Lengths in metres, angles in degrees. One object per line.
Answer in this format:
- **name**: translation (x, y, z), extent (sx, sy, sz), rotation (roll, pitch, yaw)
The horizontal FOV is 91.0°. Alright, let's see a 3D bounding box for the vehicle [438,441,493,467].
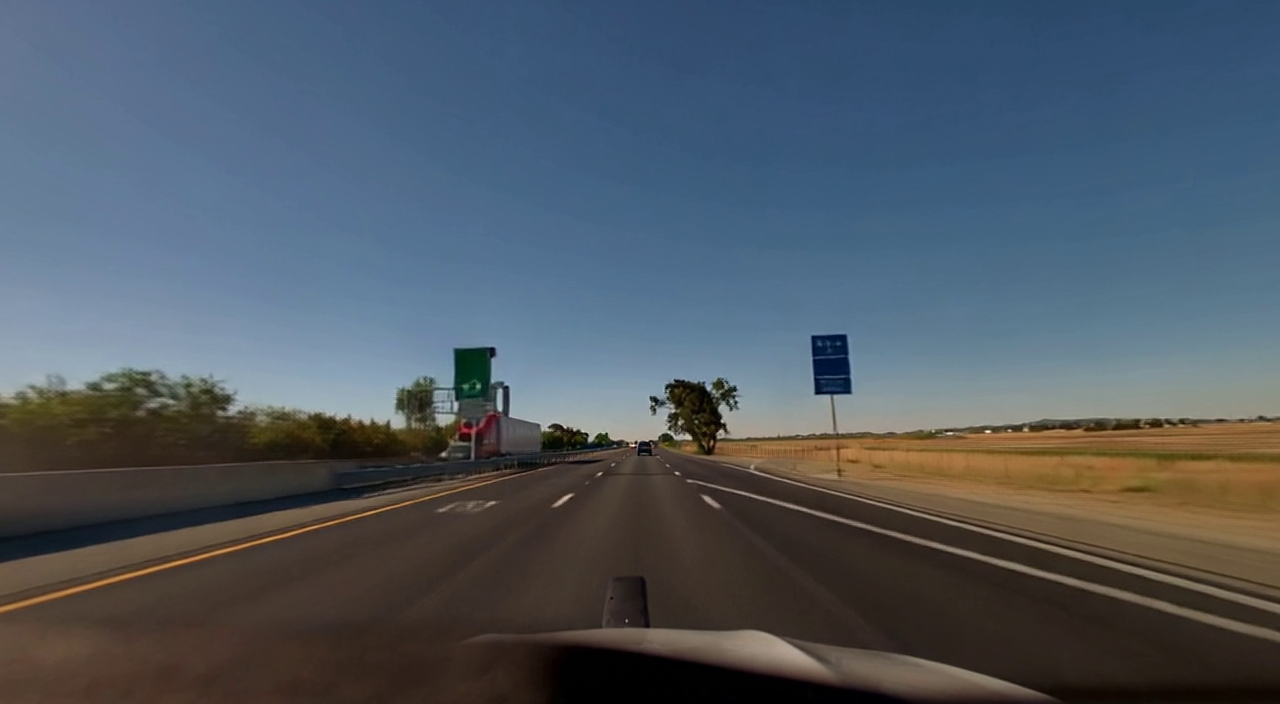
- **vehicle**: translation (-11.013, 6.463, 40.007), extent (1.973, 1.558, 4.718), rotation (0, -8, 2)
